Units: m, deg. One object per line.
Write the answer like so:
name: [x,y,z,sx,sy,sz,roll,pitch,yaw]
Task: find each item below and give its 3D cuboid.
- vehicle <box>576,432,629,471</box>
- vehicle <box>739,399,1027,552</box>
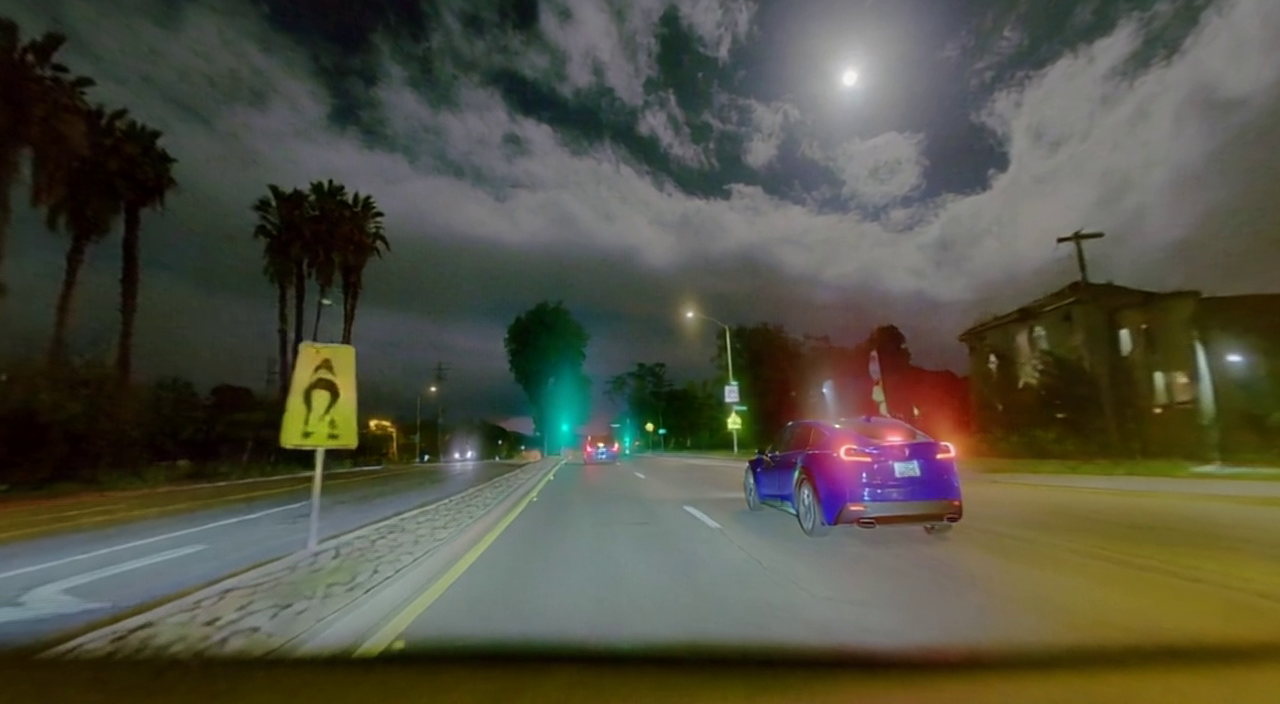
vehicle: [-1.854,4.753,30.406,2.341,1.709,4.466,0,-9,-5]
vehicle: [3.349,1.856,10.210,2.205,1.803,5.135,1,-9,-5]
